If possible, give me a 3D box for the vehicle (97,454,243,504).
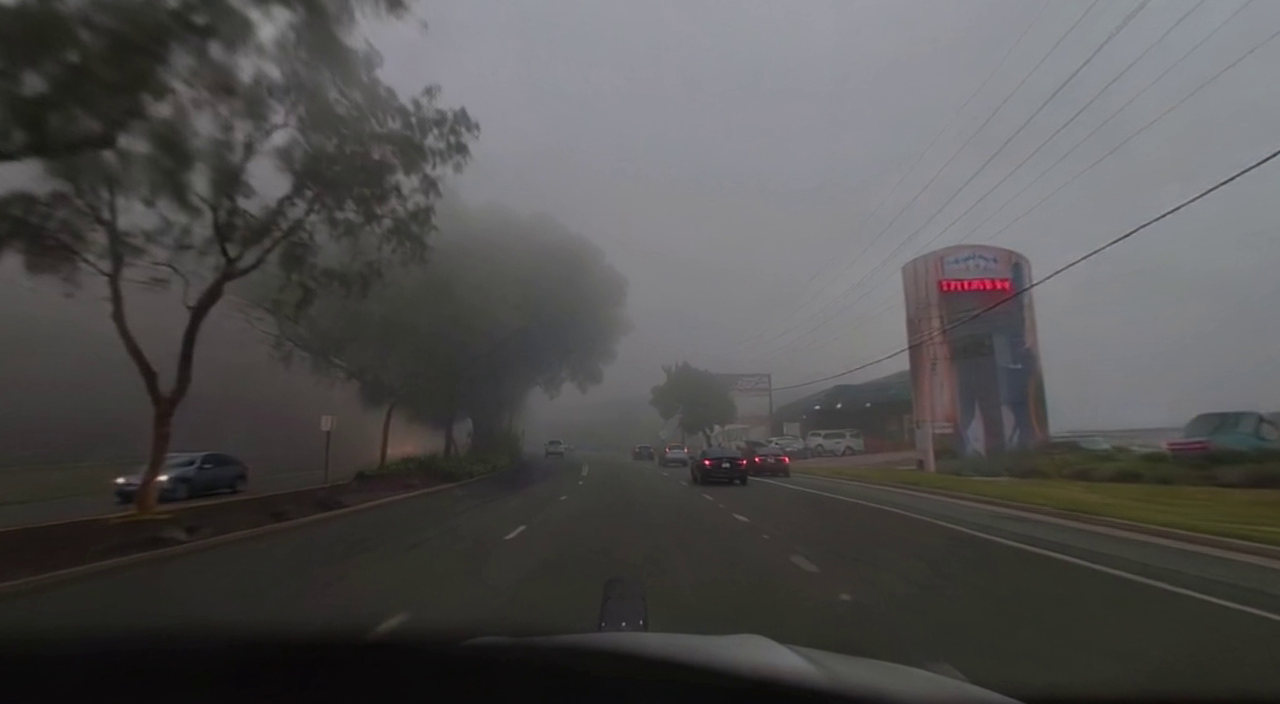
[{"bbox_3d":[-16.249,4.371,22.132,1.873,1.507,4.204,0,-8,-1],"label":"vehicle"}]

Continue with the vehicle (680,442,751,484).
[{"bbox_3d":[2.832,4.268,24.677,2.130,1.476,4.453,0,-8,-1],"label":"vehicle"}]

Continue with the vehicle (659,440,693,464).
[{"bbox_3d":[2.692,7.647,48.186,2.250,1.723,4.424,1,-8,-2],"label":"vehicle"}]
